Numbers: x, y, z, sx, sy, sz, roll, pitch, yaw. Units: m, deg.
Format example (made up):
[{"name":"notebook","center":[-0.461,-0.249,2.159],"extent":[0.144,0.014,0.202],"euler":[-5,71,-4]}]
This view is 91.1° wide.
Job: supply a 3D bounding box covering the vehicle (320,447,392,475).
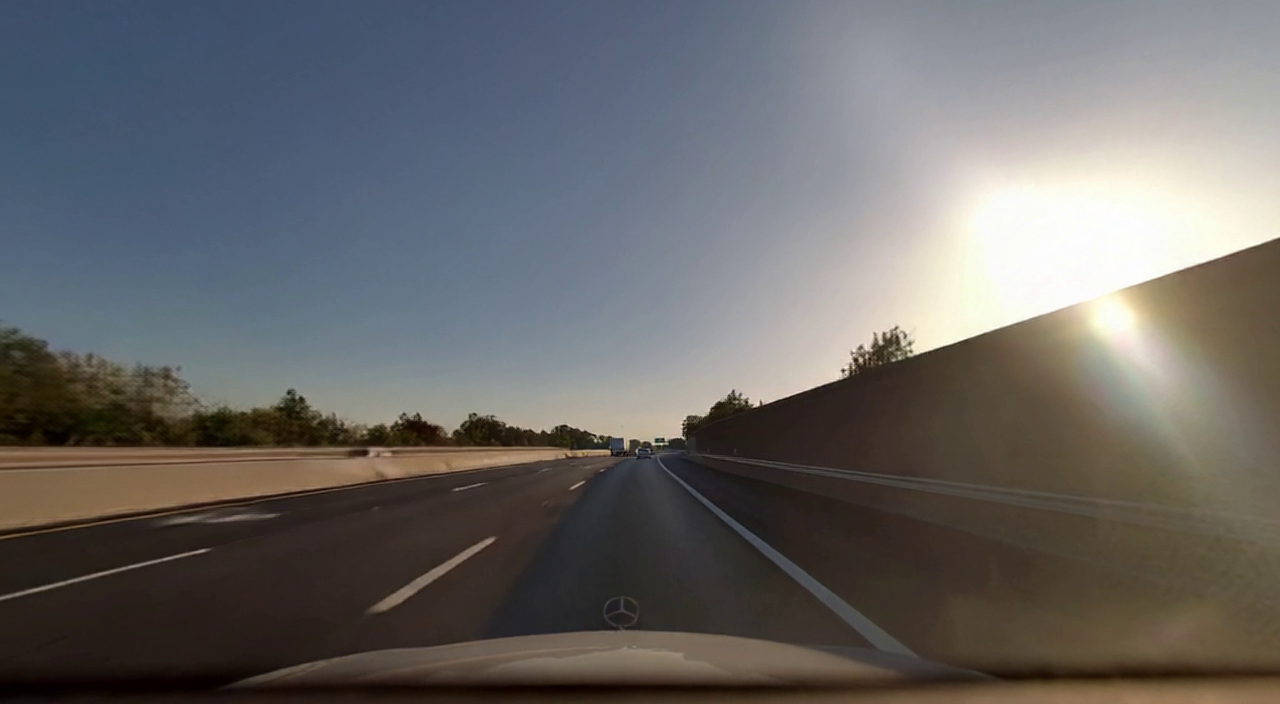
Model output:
[{"name":"vehicle","center":[-16.325,6.279,36.421],"extent":[1.870,1.465,4.860],"euler":[0,-9,0]}]
